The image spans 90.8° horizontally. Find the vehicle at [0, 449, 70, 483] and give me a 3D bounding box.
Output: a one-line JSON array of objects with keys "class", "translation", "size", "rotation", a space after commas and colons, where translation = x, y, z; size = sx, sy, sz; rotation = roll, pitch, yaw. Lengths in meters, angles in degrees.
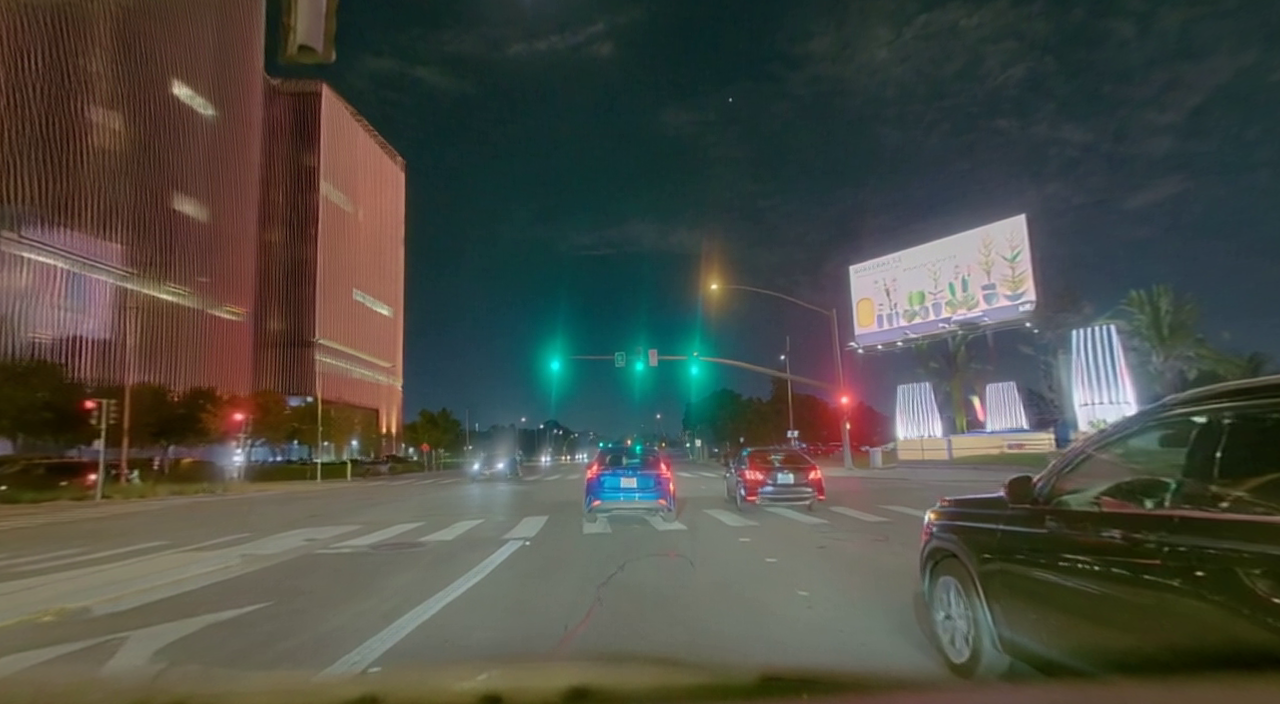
[{"class": "vehicle", "translation": [-35.724, 6.416, 35.632], "size": [2.145, 1.797, 5.198], "rotation": [-1, -8, 2]}]

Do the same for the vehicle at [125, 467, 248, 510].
[{"class": "vehicle", "translation": [-19.173, 5.749, 26.987], "size": [1.942, 1.453, 4.448], "rotation": [0, -8, 0]}]

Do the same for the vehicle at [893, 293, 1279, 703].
[{"class": "vehicle", "translation": [2.981, 0.812, 2.559], "size": [2.047, 1.785, 4.357], "rotation": [0, -8, 0]}]

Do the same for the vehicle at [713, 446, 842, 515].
[{"class": "vehicle", "translation": [3.133, 3.008, 15.466], "size": [2.009, 1.414, 4.416], "rotation": [0, -8, -2]}]

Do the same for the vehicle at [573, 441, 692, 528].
[{"class": "vehicle", "translation": [-0.180, 2.617, 13.103], "size": [2.095, 1.502, 3.873], "rotation": [0, -8, -1]}]

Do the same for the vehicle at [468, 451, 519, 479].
[{"class": "vehicle", "translation": [-8.632, 6.678, 37.691], "size": [1.879, 1.510, 4.619], "rotation": [0, -8, 1]}]

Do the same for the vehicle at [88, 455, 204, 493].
[{"class": "vehicle", "translation": [-27.607, 6.806, 35.604], "size": [2.300, 1.932, 5.056], "rotation": [0, -9, 2]}]
